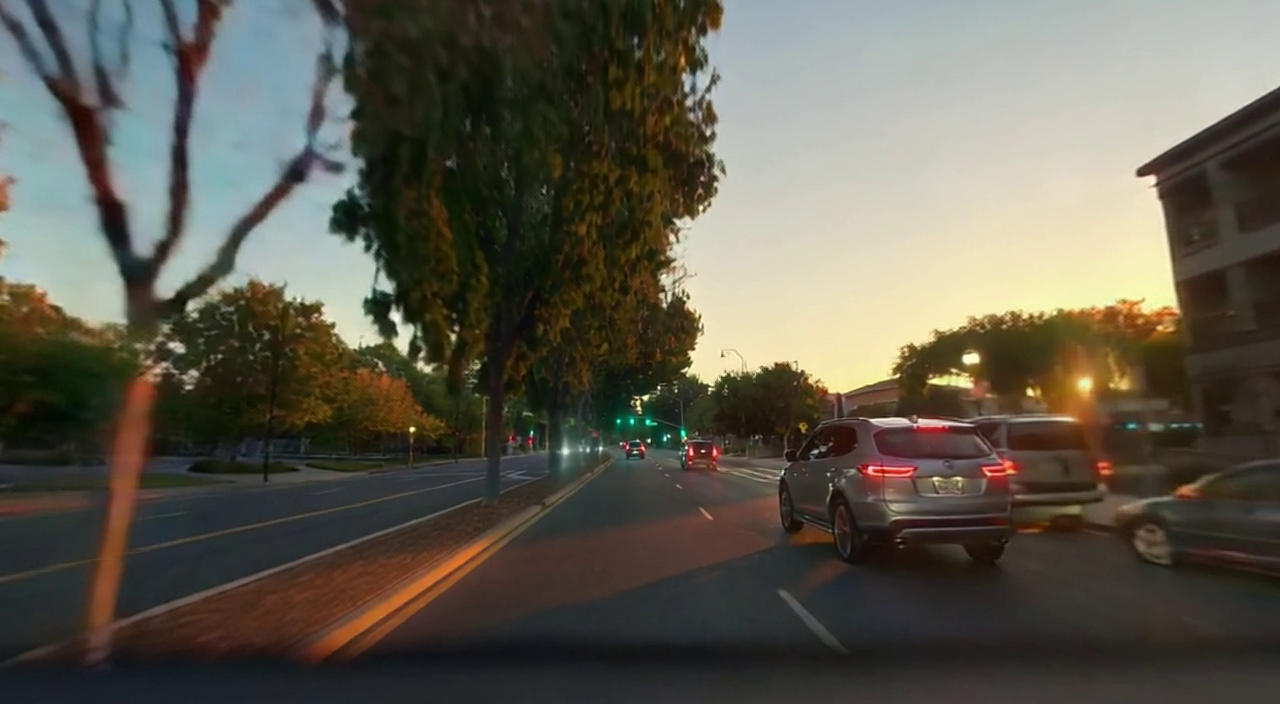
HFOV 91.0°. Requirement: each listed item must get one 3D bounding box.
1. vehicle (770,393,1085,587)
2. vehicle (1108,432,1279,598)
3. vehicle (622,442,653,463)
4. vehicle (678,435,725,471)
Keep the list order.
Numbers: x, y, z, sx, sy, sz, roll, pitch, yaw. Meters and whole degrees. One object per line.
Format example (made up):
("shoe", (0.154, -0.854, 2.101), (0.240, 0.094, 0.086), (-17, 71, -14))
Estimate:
("vehicle", (3.237, 1.653, 8.324), (2.033, 1.865, 4.360), (0, -8, -1))
("vehicle", (7.245, 1.587, 6.062), (1.901, 1.620, 4.565), (0, -8, 0))
("vehicle", (-0.158, 7.274, 45.670), (2.131, 1.474, 4.146), (0, -8, 0))
("vehicle", (3.298, 5.551, 34.877), (2.085, 1.828, 5.383), (0, -8, 0))
